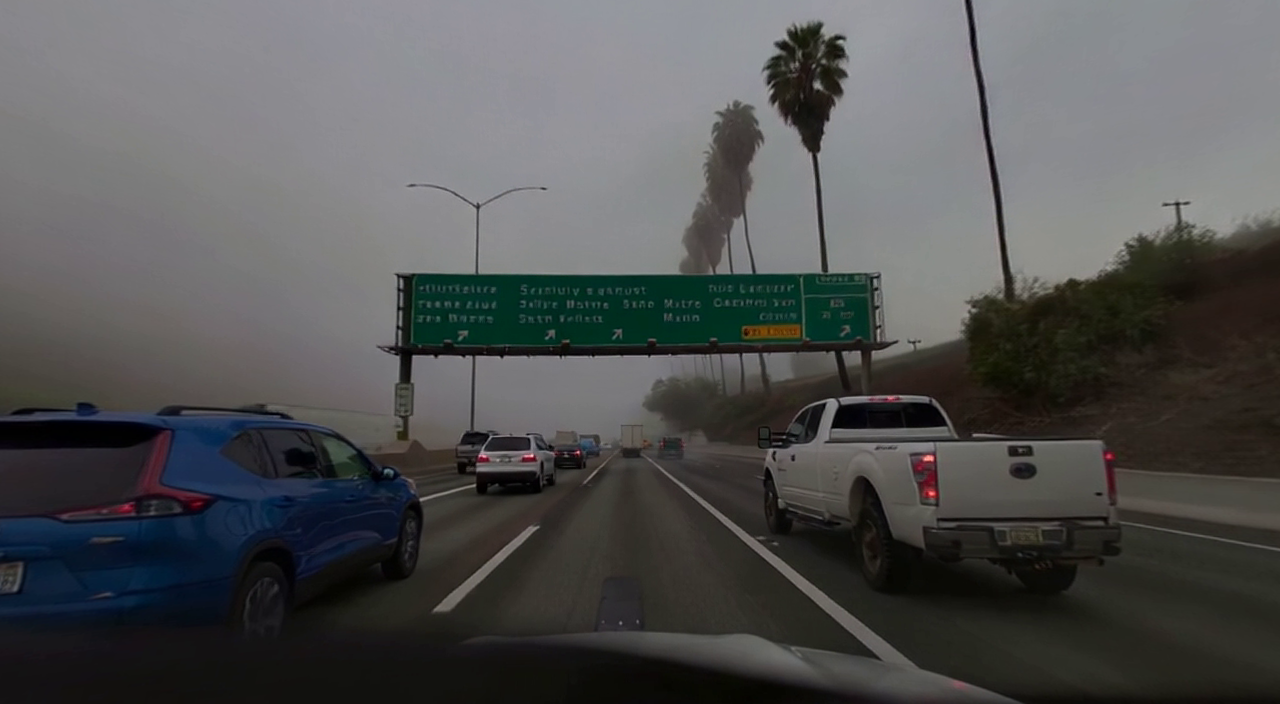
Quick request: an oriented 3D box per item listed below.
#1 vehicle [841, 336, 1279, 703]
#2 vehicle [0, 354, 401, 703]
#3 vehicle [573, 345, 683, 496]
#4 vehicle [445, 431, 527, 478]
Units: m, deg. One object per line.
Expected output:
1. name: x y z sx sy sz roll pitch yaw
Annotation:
1. vehicle: 3.147 0.984 4.390 1.859 1.416 4.695 0 -9 -1
2. vehicle: -3.224 1.102 3.904 1.885 1.654 4.103 0 -9 0
3. vehicle: -0.258 2.628 22.381 2.906 4.040 10.743 0 -9 1
4. vehicle: -6.904 4.698 29.140 2.344 1.954 5.579 0 -9 0
